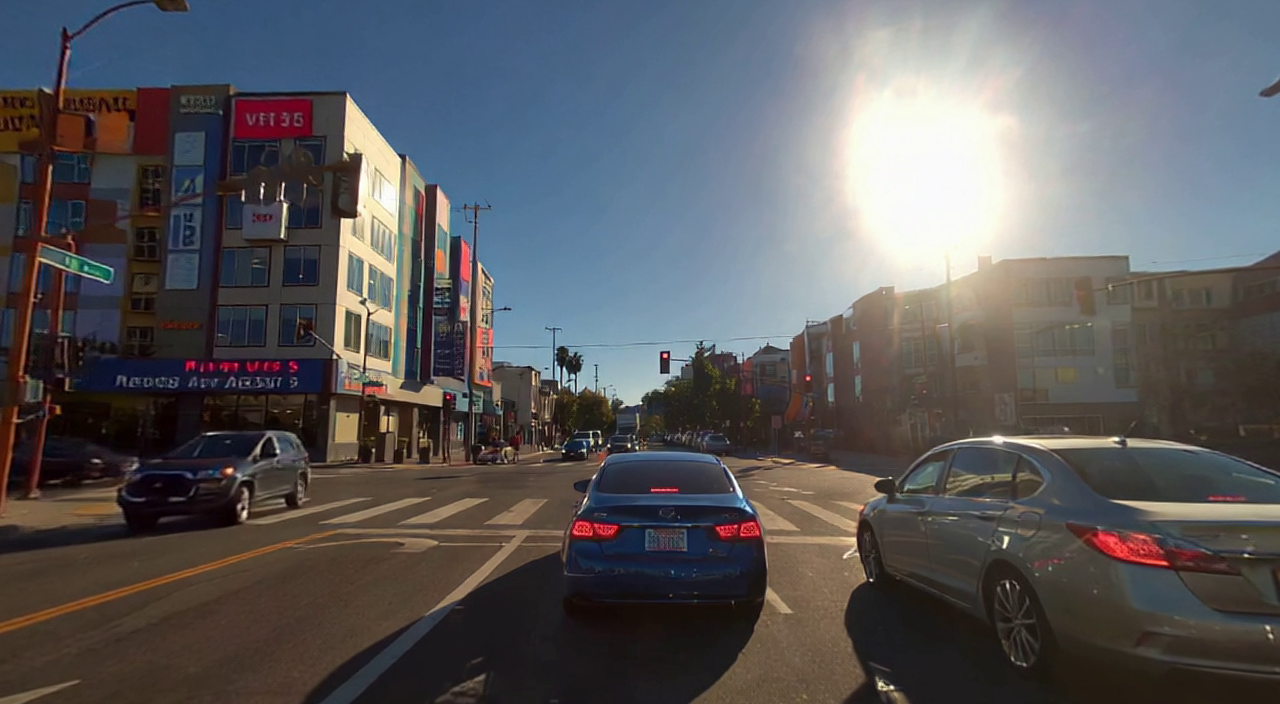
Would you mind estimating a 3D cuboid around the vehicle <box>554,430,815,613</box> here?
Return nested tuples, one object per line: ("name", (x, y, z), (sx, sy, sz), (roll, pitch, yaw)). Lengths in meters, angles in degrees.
("vehicle", (0.277, 1.686, 7.245), (2.132, 1.464, 4.089), (0, -8, -3))

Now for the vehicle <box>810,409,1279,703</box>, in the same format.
("vehicle", (2.820, 1.287, 4.568), (1.961, 1.498, 4.356), (0, -8, 0))

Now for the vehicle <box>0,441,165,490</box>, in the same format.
("vehicle", (-19.626, 3.912, 21.850), (4.688, 1.612, 1.938), (0, -8, 2))

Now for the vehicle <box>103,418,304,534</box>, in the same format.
("vehicle", (-8.940, 2.523, 13.655), (2.338, 1.889, 5.998), (4, -9, -23))

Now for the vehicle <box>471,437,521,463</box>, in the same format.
("vehicle", (-9.518, 6.532, 41.971), (2.030, 1.596, 3.912), (-1, -8, 7))
